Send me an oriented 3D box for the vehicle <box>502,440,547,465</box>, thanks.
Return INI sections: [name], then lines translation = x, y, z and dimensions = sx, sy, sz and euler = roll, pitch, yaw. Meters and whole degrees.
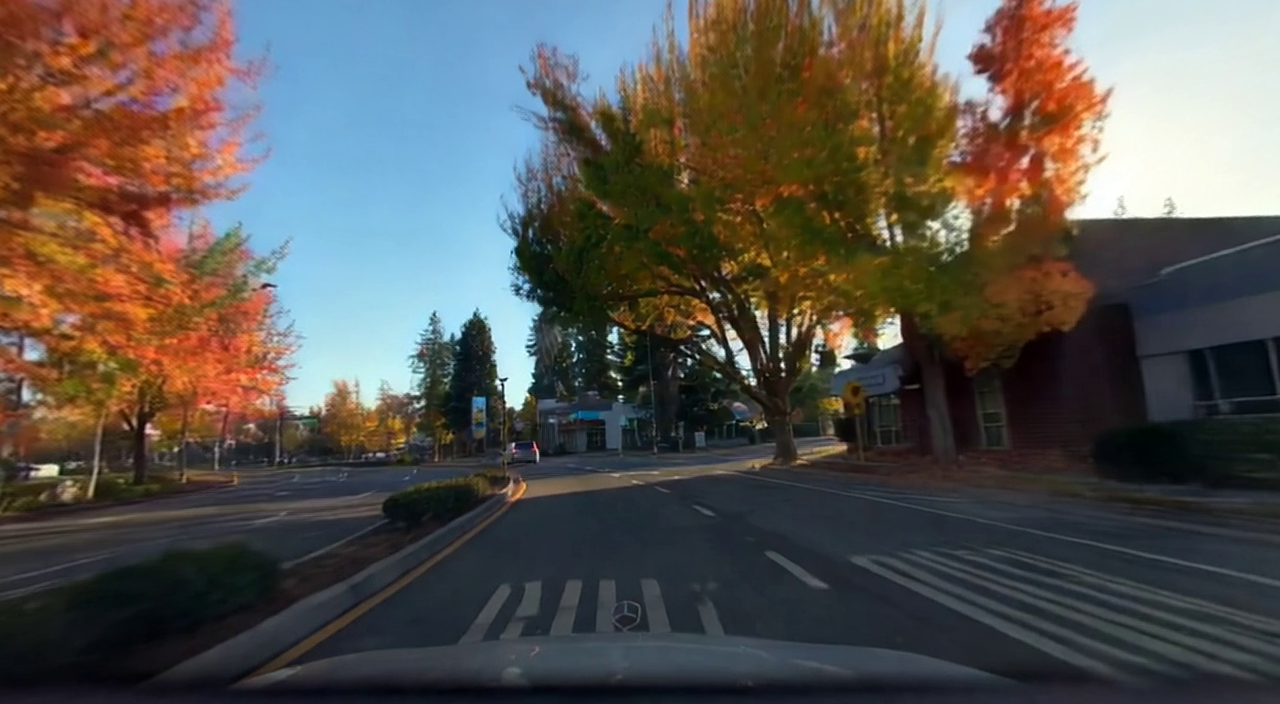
[vehicle]
translation = -7.582, 6.533, 41.080
dimensions = 2.018, 1.512, 4.304
euler = 3, -9, -22
